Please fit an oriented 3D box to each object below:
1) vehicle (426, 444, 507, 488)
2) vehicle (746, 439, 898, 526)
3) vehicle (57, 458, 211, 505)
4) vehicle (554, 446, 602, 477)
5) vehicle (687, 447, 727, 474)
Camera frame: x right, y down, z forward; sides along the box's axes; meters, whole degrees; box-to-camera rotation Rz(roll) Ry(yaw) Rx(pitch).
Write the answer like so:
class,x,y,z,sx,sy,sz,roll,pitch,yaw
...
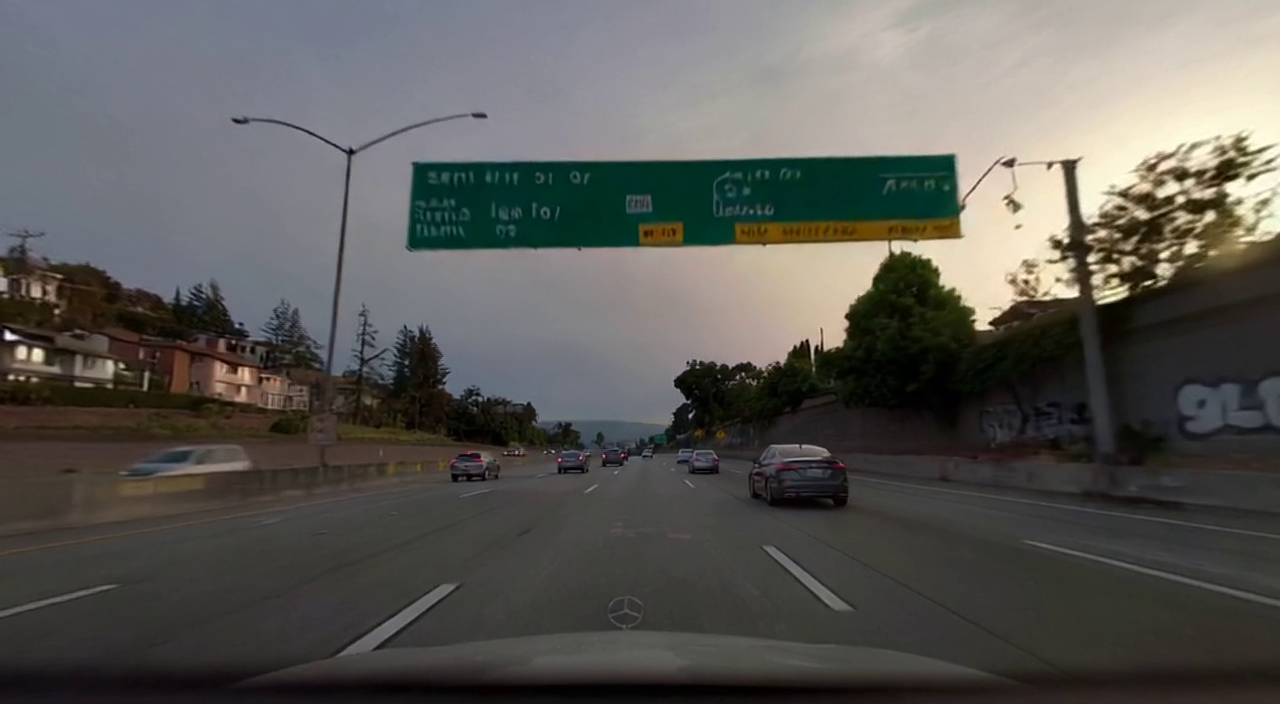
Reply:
class,x,y,z,sx,sy,sz,roll,pitch,yaw
vehicle,-7.156,4.712,26.470,2.057,1.681,4.277,0,-8,2
vehicle,3.583,2.621,13.337,1.912,1.509,4.291,0,-8,0
vehicle,-19.024,4.851,24.067,1.959,1.483,4.641,0,-8,1
vehicle,-3.302,5.892,34.312,2.136,1.571,4.285,0,-8,0
vehicle,3.805,6.192,36.255,1.854,1.438,3.954,0,-8,0
